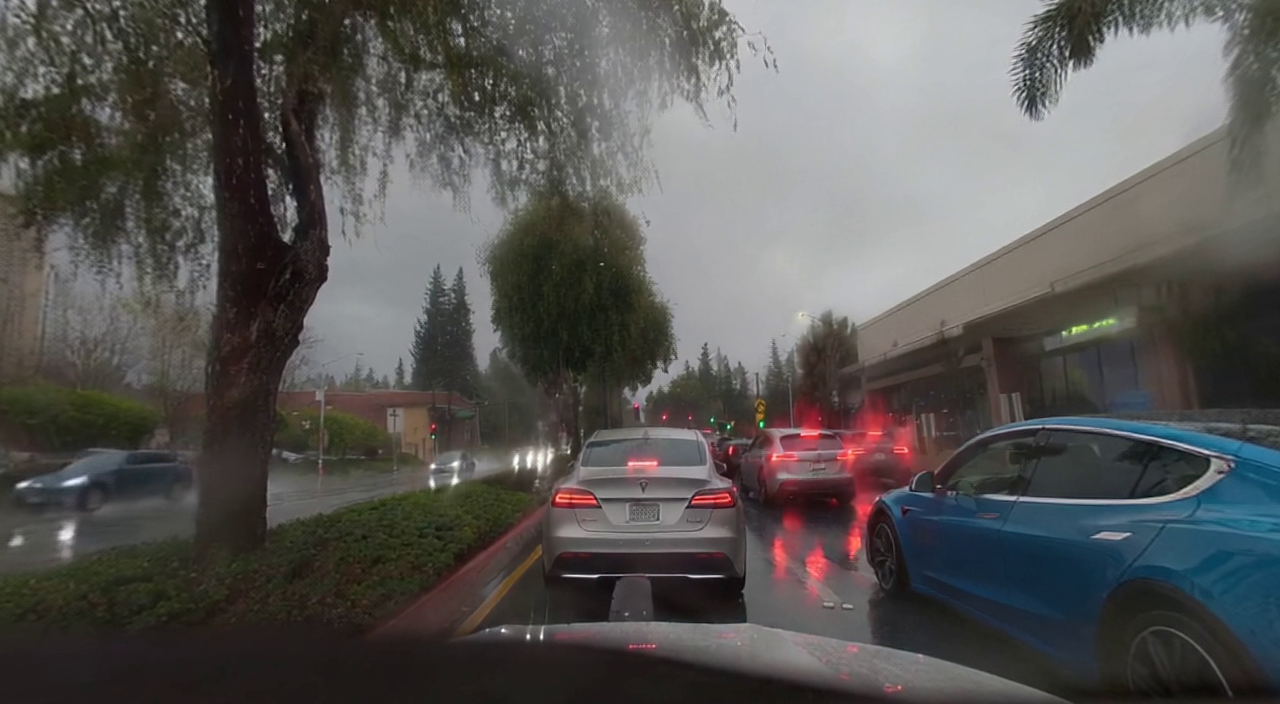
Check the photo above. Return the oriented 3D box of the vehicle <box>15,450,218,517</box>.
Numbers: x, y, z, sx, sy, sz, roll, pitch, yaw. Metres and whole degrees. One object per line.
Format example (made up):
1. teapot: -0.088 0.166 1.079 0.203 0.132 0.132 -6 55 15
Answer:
1. vehicle: -14.902 3.714 18.387 2.005 1.630 4.556 0 -8 0

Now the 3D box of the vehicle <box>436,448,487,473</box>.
1. vehicle: -11.438 6.961 40.696 1.892 1.479 4.355 -1 -8 3

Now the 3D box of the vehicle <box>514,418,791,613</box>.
1. vehicle: 0.105 1.556 6.912 2.137 1.488 3.938 0 -8 0

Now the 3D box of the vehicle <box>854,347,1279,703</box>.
1. vehicle: 3.181 1.096 4.034 2.038 1.651 4.455 0 -8 0
